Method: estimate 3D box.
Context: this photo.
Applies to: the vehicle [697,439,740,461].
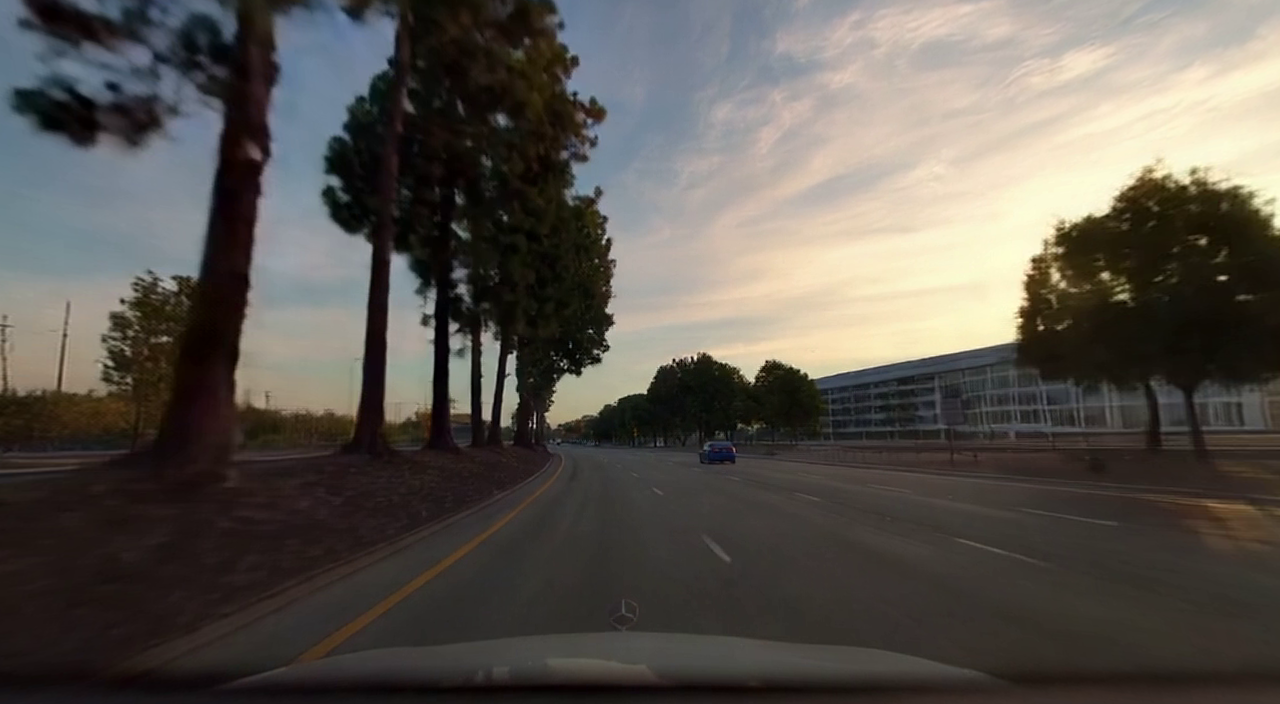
[{"bbox_3d":[5.616,7.087,45.515,1.908,1.483,4.474,1,-9,-8],"label":"vehicle"}]
